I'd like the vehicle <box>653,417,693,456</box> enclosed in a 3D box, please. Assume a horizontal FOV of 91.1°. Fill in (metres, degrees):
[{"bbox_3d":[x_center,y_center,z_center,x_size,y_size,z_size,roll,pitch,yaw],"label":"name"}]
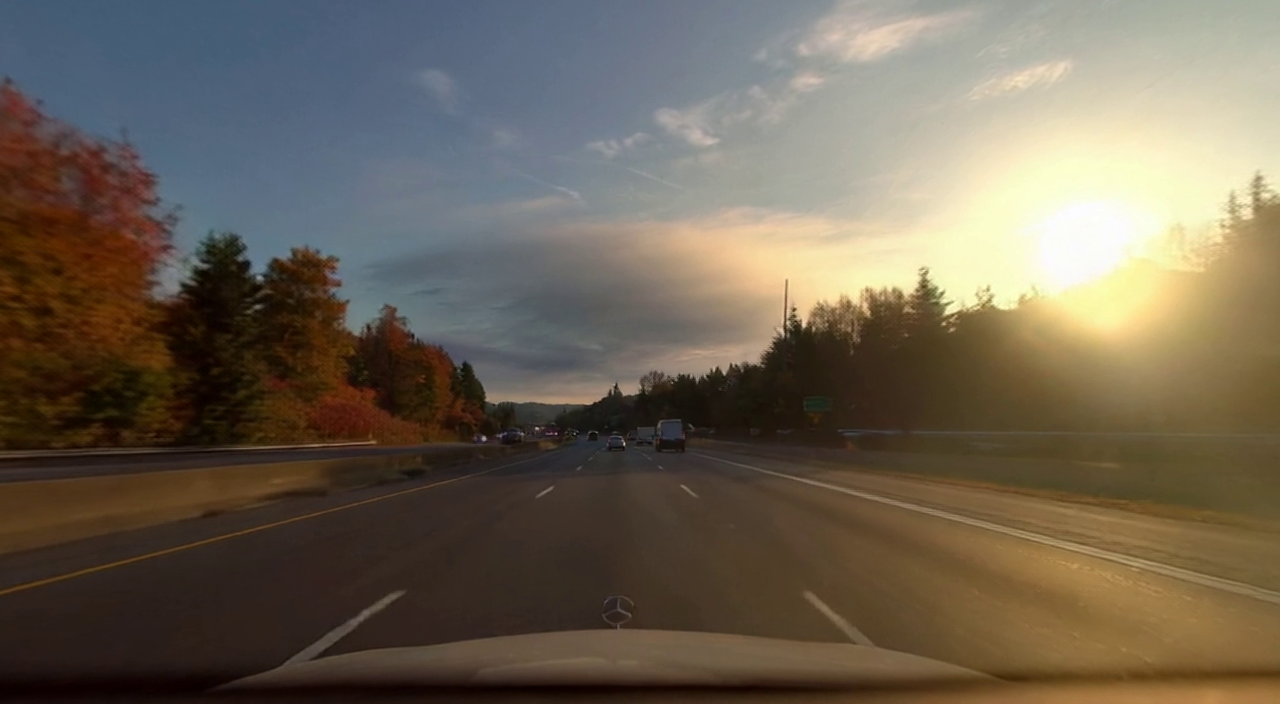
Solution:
[{"bbox_3d":[2.290,6.136,45.622,2.411,2.614,5.781,0,-8,-1],"label":"vehicle"}]
